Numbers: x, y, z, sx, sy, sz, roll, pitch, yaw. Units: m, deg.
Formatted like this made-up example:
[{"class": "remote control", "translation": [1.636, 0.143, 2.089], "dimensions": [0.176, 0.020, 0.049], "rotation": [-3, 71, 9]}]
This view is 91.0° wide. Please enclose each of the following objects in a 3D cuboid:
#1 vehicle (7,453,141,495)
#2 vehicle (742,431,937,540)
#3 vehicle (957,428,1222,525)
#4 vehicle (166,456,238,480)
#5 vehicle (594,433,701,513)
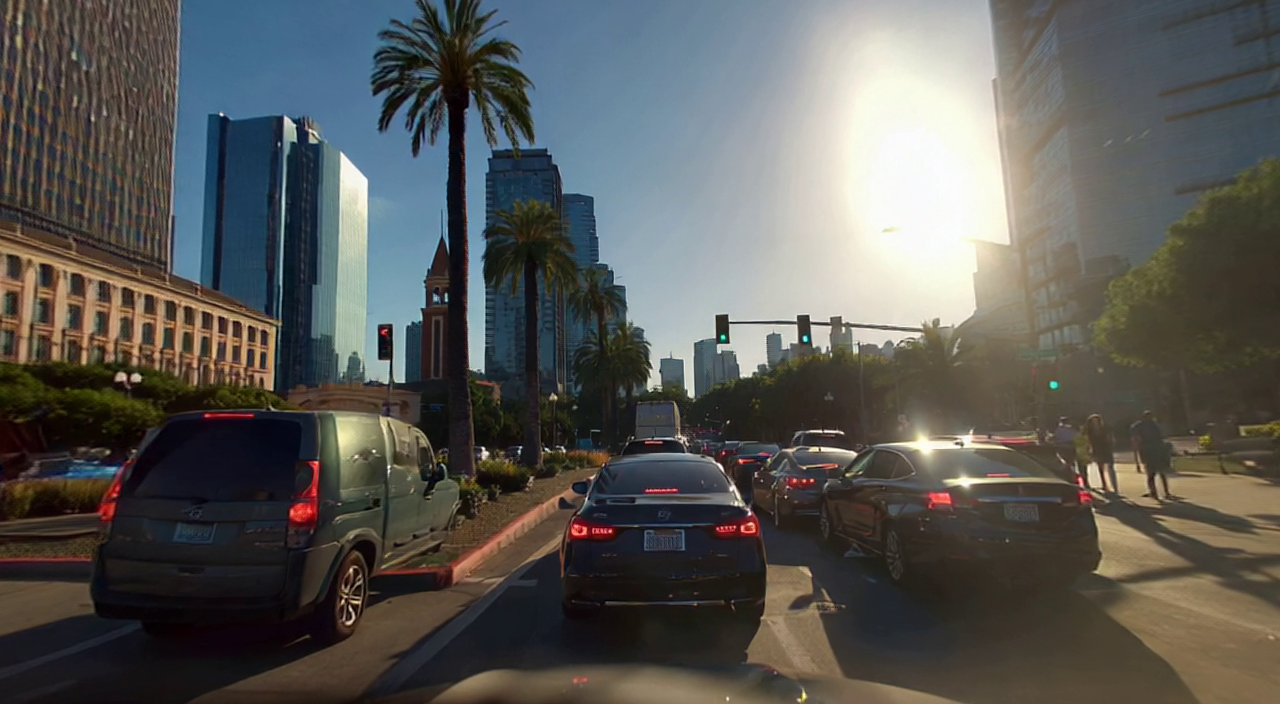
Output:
[{"class": "vehicle", "translation": [-26.696, 5.718, 29.964], "dimensions": [2.105, 1.793, 4.812], "rotation": [0, -9, -4]}, {"class": "vehicle", "translation": [3.102, 2.173, 10.909], "dimensions": [1.913, 1.469, 4.425], "rotation": [0, -9, 0]}, {"class": "vehicle", "translation": [8.177, 2.280, 12.085], "dimensions": [1.859, 1.508, 4.259], "rotation": [0, -9, -1]}, {"class": "vehicle", "translation": [-30.498, 8.062, 44.006], "dimensions": [1.829, 1.483, 4.745], "rotation": [0, -9, -4]}, {"class": "vehicle", "translation": [0.179, 2.612, 13.996], "dimensions": [2.048, 1.503, 3.681], "rotation": [0, -9, 1]}]
